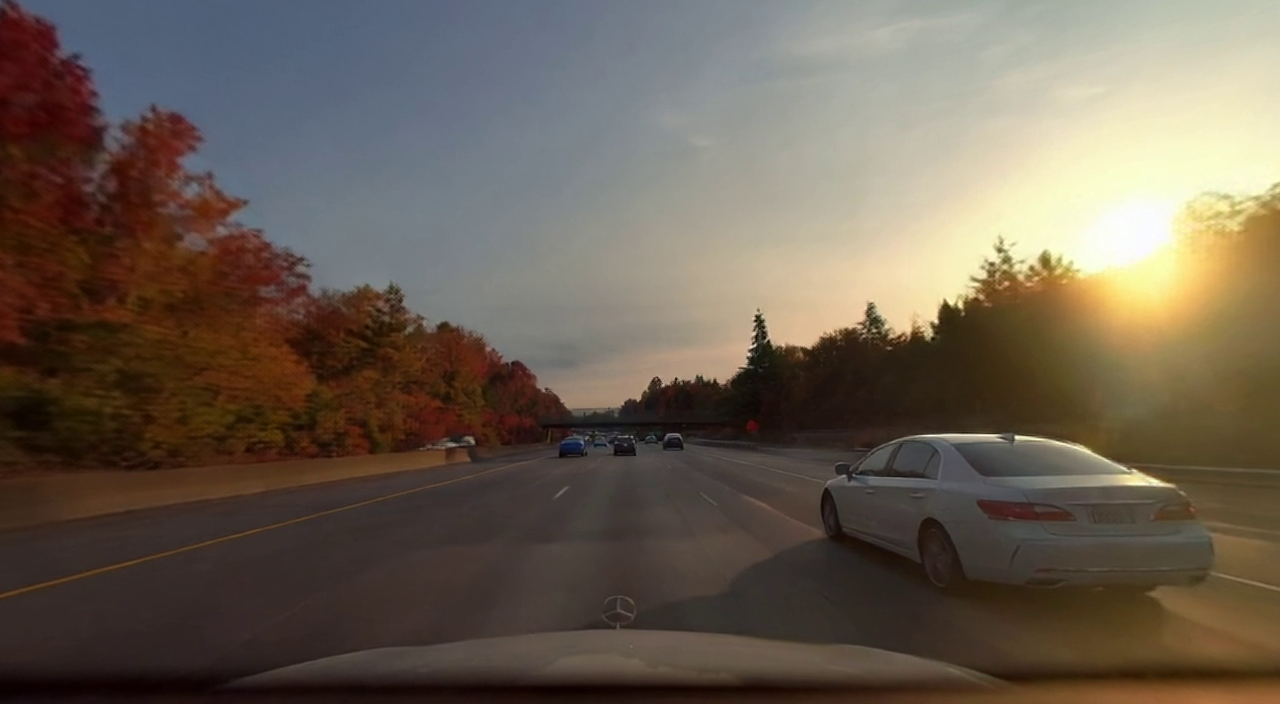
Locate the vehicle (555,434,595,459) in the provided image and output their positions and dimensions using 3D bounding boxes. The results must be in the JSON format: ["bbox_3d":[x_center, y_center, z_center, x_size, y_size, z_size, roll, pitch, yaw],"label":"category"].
[{"bbox_3d":[-4.116,6.078,40.520,2.103,1.507,4.367,0,-8,0],"label":"vehicle"}]
